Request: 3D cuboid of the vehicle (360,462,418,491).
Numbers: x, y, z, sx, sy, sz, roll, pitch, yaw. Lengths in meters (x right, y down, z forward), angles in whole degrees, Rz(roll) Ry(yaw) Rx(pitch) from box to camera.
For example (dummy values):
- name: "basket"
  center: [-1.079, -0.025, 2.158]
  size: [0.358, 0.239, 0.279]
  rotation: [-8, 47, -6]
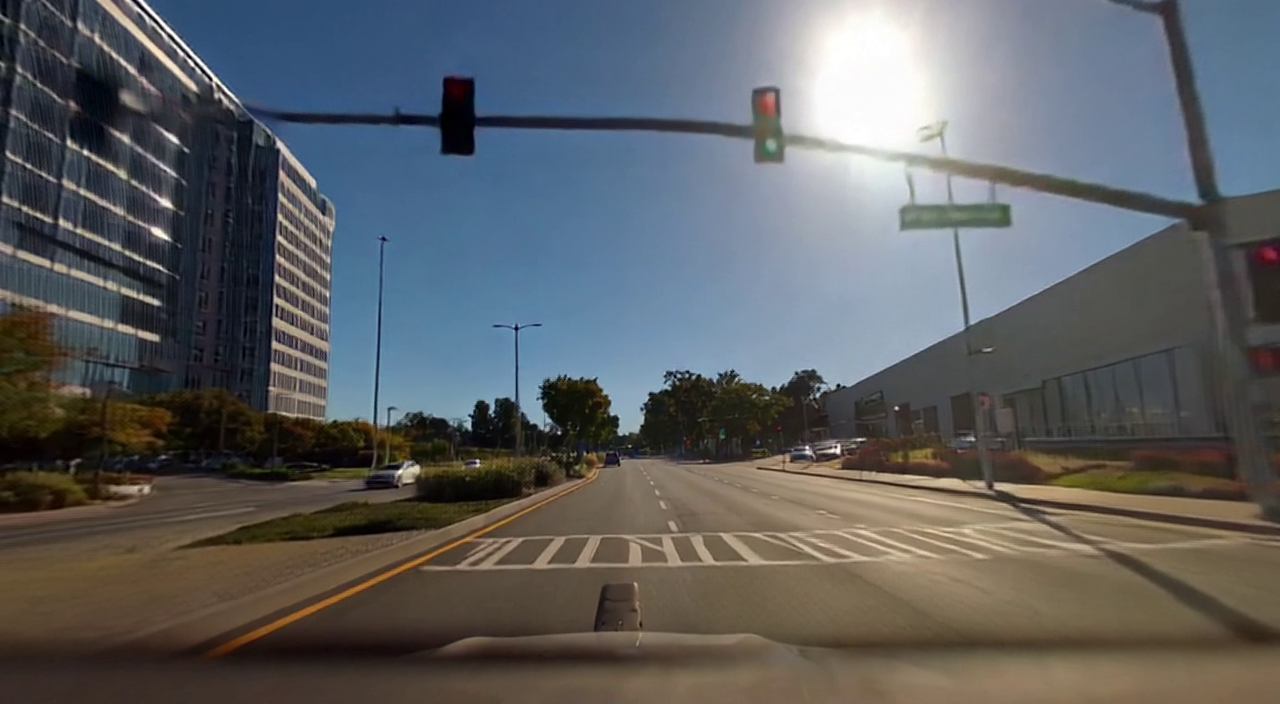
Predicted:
- name: "vehicle"
  center: [-15.434, 7.652, 39.051]
  size: [1.833, 1.496, 4.157]
  rotation: [-3, -9, 0]
